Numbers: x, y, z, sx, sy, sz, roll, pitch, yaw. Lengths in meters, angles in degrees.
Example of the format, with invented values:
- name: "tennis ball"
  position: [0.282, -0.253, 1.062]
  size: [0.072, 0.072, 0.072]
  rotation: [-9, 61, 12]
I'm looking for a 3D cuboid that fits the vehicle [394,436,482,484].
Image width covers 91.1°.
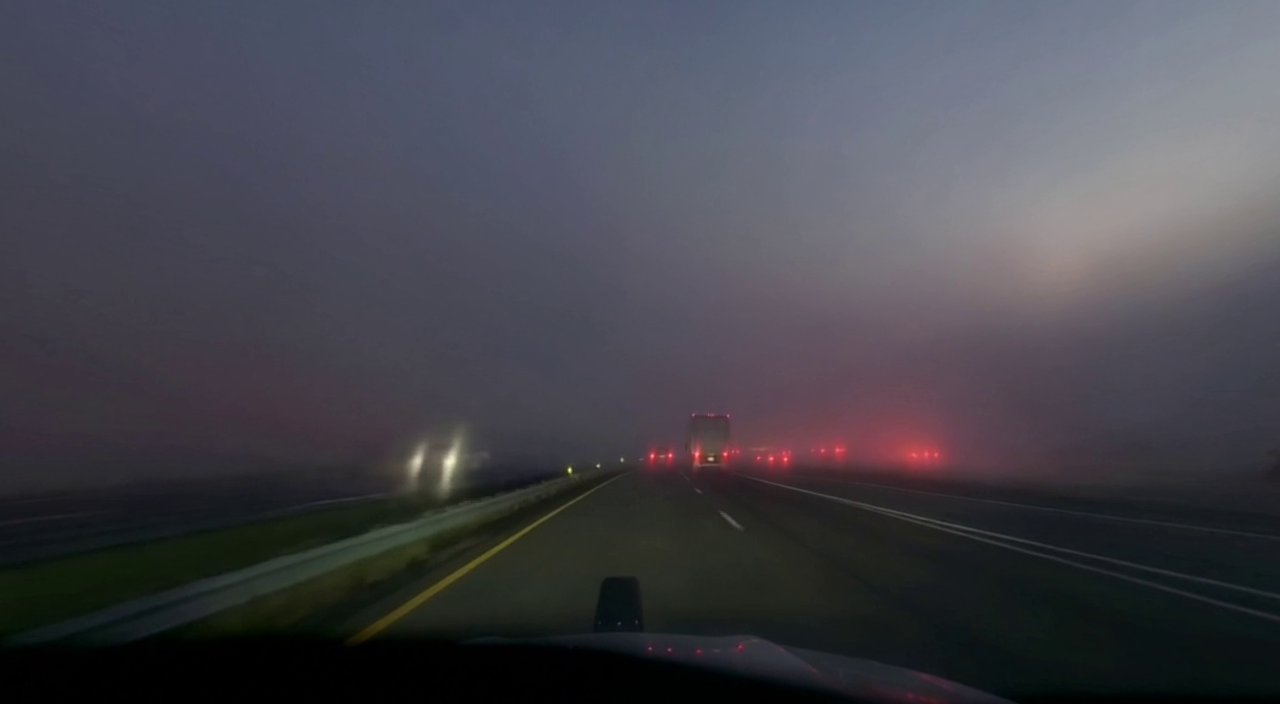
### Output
- name: "vehicle"
  position: [-11.017, 5.955, 35.006]
  size: [2.407, 2.392, 6.388]
  rotation: [-1, -9, 3]
